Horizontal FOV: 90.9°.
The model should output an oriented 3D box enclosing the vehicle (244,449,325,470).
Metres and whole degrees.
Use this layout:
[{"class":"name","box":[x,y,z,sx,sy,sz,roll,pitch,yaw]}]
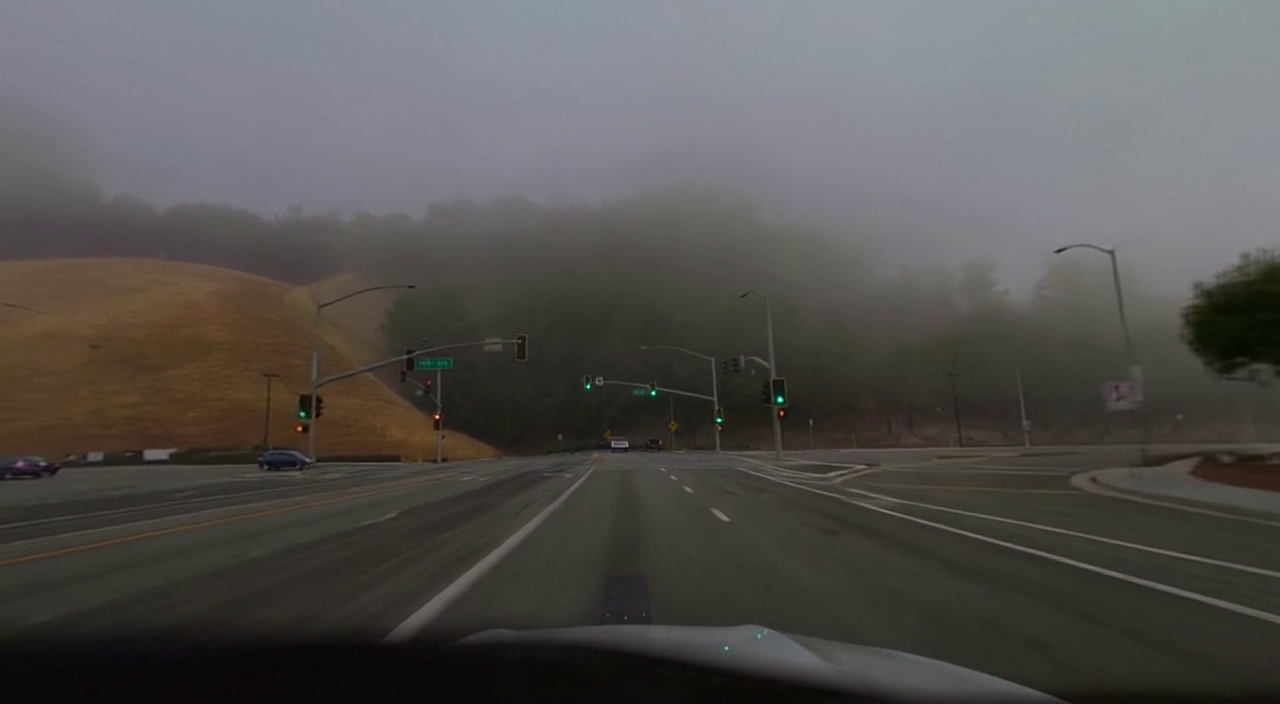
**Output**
[{"class":"vehicle","box":[-24.746,7.492,44.002,4.518,1.423,1.888,0,-8,2]}]
